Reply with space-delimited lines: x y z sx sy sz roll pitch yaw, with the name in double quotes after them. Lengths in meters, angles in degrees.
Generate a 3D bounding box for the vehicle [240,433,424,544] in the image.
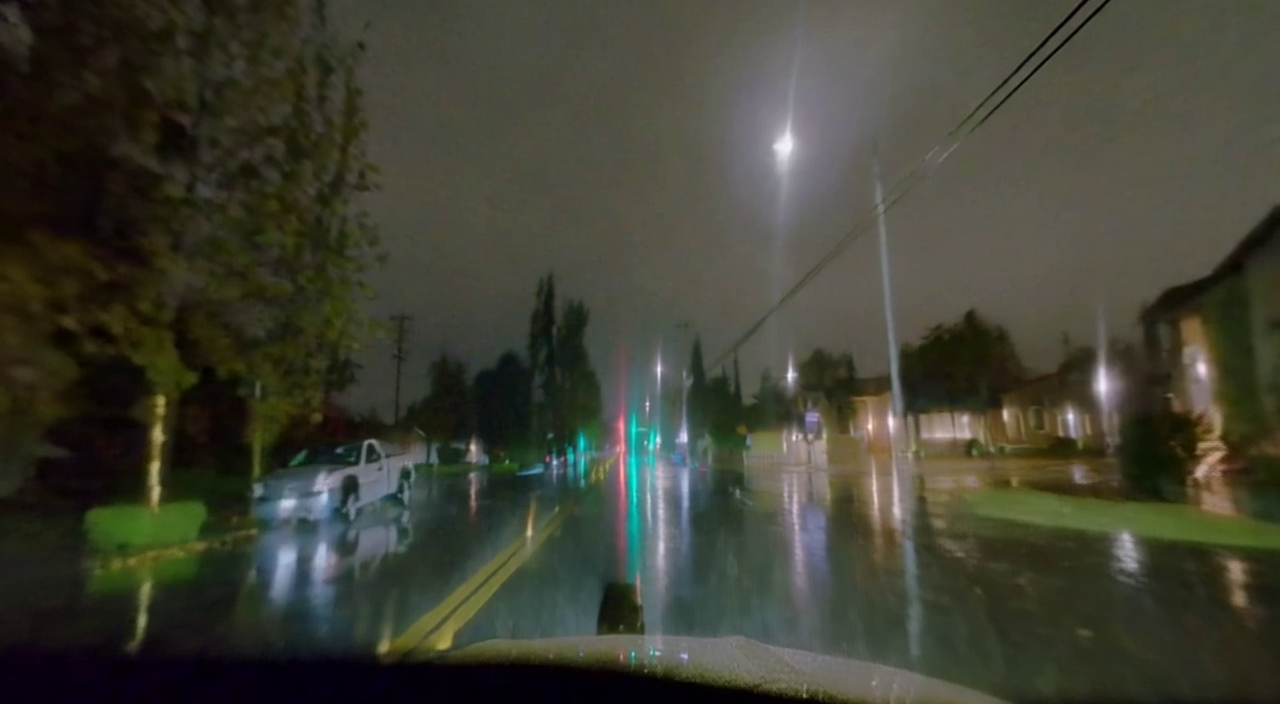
-6.138 2.670 13.307 2.087 1.835 4.445 -1 -7 -6 "vehicle"

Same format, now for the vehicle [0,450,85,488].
-36.048 6.928 37.703 1.821 1.691 4.510 0 -3 0 "vehicle"

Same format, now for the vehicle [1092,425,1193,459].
29.824 5.289 37.736 1.923 1.805 4.876 -2 -6 -1 "vehicle"
